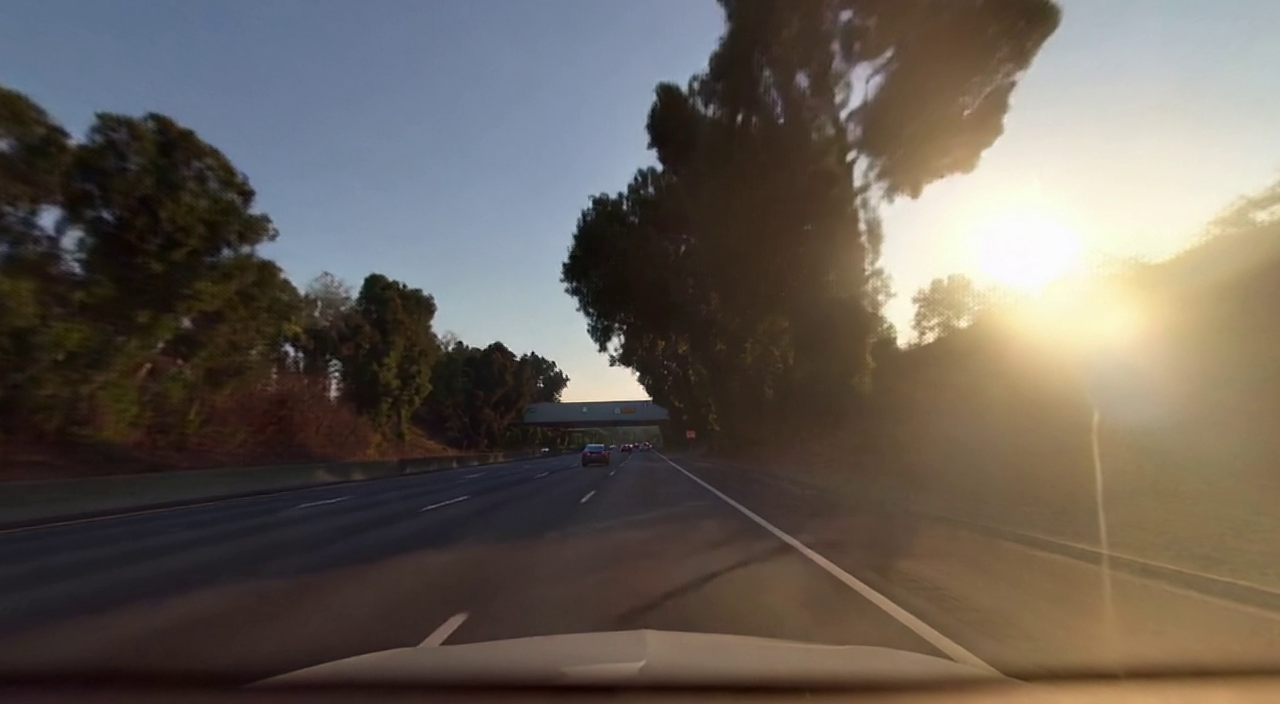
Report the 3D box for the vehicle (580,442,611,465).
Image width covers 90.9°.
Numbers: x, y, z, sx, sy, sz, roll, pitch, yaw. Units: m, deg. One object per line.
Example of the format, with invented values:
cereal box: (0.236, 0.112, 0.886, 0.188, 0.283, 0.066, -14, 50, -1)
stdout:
vehicle: (-3.281, 7.531, 46.919, 1.993, 1.589, 3.898, 0, -8, 0)
